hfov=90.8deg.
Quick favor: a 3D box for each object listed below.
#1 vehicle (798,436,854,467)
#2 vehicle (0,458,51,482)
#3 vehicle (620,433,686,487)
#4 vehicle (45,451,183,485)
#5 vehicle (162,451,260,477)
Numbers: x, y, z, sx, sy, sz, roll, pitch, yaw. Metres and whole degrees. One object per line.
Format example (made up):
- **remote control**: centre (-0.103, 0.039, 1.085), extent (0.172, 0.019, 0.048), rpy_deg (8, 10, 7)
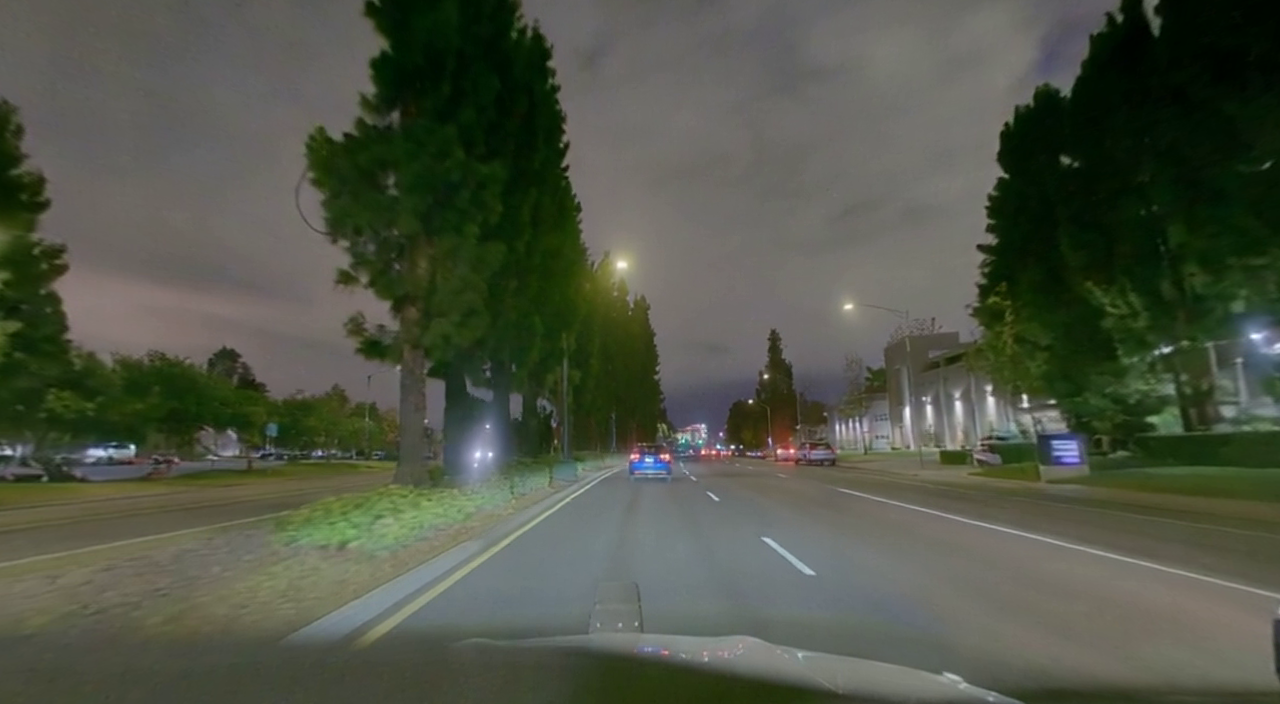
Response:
- **vehicle**: centre (12.092, 6.503, 41.433), extent (2.139, 1.849, 5.246), rpy_deg (0, -8, 1)
- **vehicle**: centre (-41.997, 7.764, 41.669), extent (4.109, 1.496, 1.929), rpy_deg (1, -8, -9)
- **vehicle**: centre (0.464, 3.774, 22.397), extent (2.085, 1.693, 4.301), rpy_deg (0, -8, 1)
- **vehicle**: centre (-23.974, 5.284, 28.939), extent (4.490, 1.407, 1.864), rpy_deg (1, -8, -6)
- **vehicle**: centre (-25.836, 6.733, 38.183), extent (4.453, 1.472, 1.873), rpy_deg (1, -8, -7)
